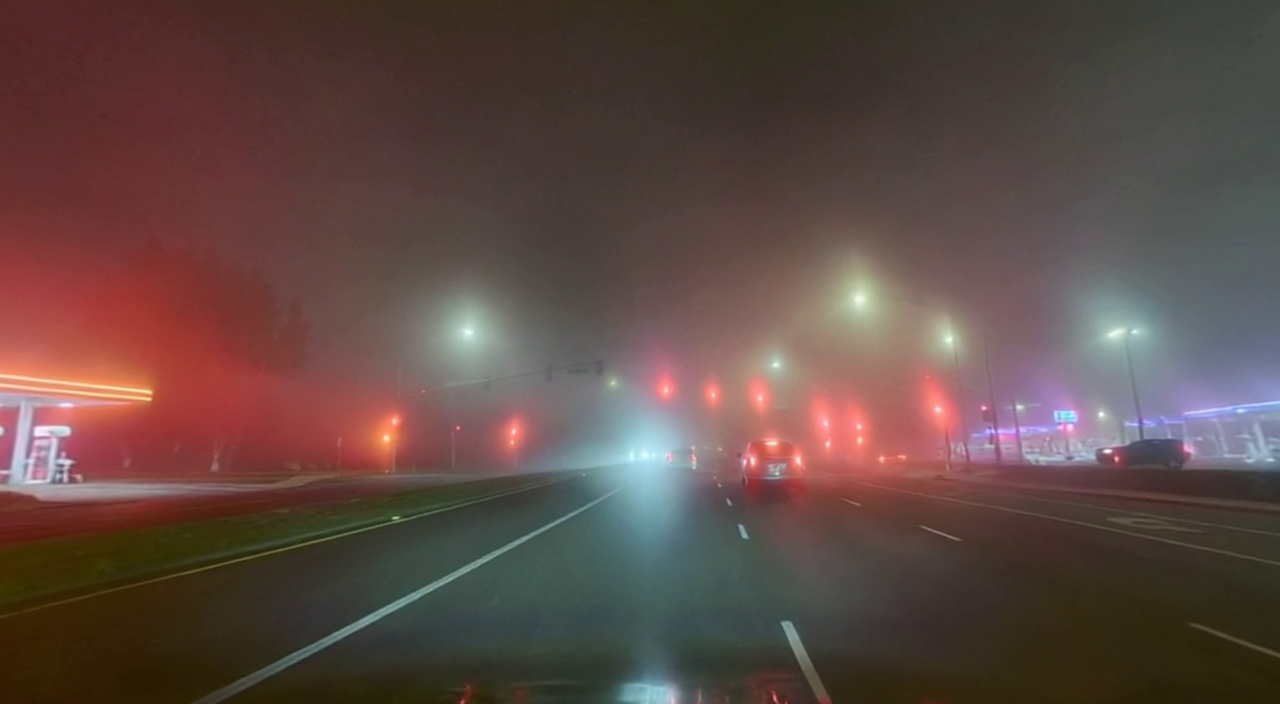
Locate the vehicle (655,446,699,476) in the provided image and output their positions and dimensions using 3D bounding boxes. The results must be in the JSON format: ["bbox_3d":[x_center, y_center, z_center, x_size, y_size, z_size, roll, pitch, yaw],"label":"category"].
[{"bbox_3d":[2.005,5.687,33.213,2.100,1.469,3.872,-1,-9,6],"label":"vehicle"}]

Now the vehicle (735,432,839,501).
[{"bbox_3d":[4.061,3.227,18.139,2.213,1.715,4.242,-1,-9,4],"label":"vehicle"}]
